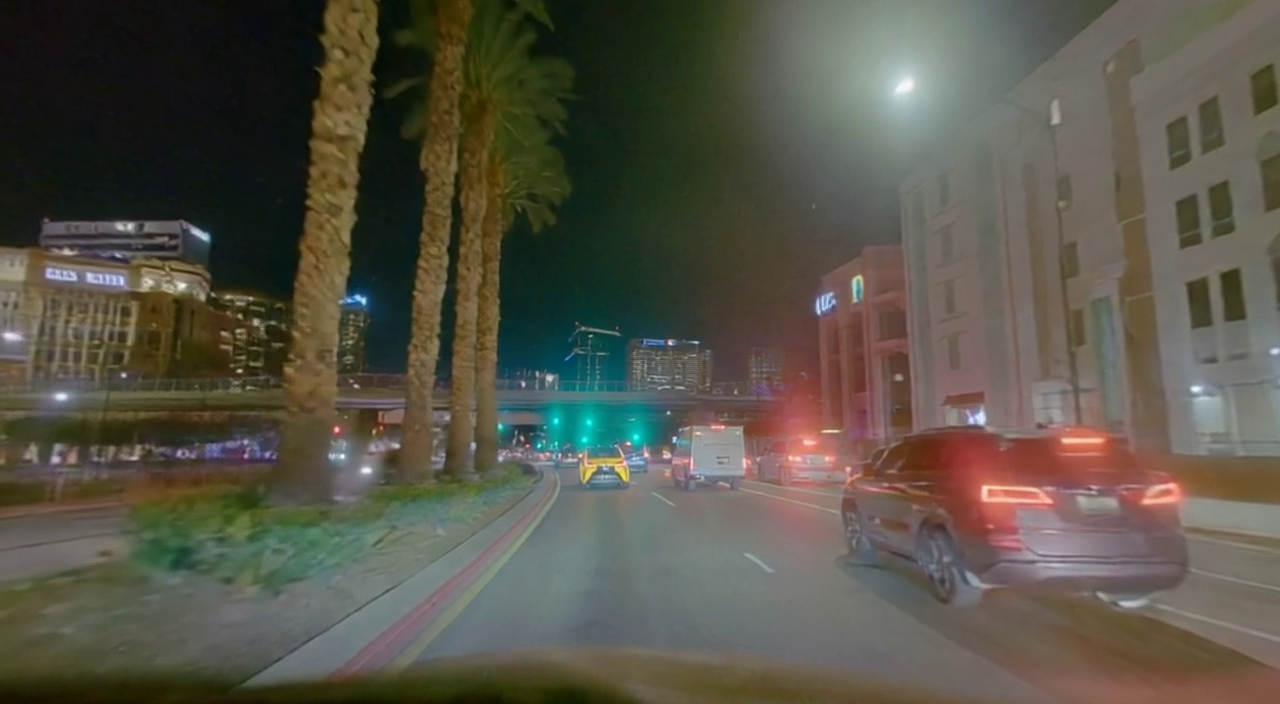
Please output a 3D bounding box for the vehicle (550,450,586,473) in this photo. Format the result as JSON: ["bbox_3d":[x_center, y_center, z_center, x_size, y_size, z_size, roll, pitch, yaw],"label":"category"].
[{"bbox_3d":[-5.013,7.531,43.733,2.081,1.503,3.681,2,-9,-13],"label":"vehicle"}]

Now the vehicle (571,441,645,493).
[{"bbox_3d":[-1.287,4.044,22.704,2.332,1.625,4.933,1,-9,-7],"label":"vehicle"}]

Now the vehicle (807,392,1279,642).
[{"bbox_3d":[3.472,1.447,6.554,2.151,1.695,4.258,0,-9,-2],"label":"vehicle"}]

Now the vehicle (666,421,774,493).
[{"bbox_3d":[2.558,3.586,21.852,2.434,2.171,5.098,1,-9,-7],"label":"vehicle"}]
